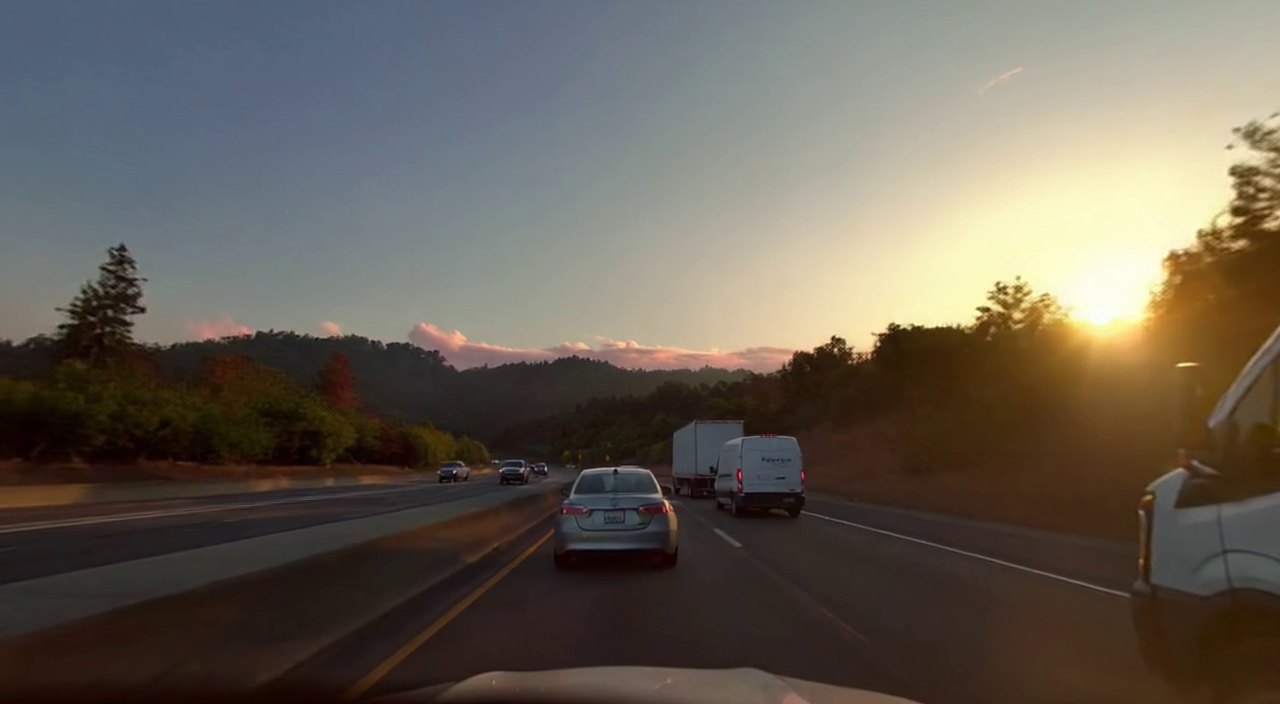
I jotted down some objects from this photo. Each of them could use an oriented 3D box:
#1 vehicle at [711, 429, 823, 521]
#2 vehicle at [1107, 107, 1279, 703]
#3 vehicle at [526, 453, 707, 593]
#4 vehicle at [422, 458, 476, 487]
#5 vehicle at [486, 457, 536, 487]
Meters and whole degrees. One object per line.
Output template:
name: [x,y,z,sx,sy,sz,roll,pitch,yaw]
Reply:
vehicle: [3.876,3.961,20.481,2.328,2.537,5.290,1,-11,-2]
vehicle: [5.540,-0.290,0.608,2.890,3.726,9.269,1,-11,0]
vehicle: [-0.290,2.209,8.692,1.980,1.493,3.410,1,-11,-1]
vehicle: [-10.850,6.915,36.153,1.872,1.510,4.266,1,-11,-2]
vehicle: [-7.465,7.018,36.930,2.069,1.628,4.479,1,-11,-1]
